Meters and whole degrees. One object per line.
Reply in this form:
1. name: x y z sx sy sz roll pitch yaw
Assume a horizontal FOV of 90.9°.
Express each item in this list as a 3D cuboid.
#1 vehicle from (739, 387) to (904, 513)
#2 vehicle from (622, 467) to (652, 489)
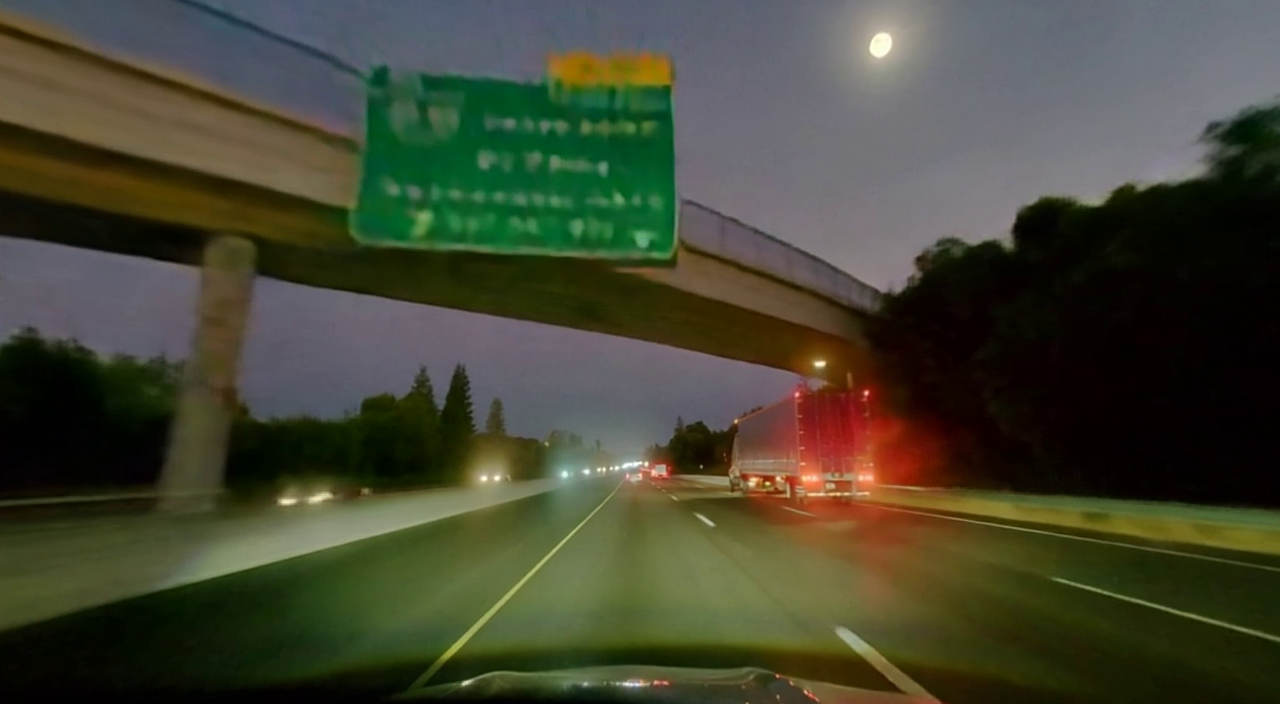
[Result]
1. vehicle: 7.006 4.459 27.526 2.926 4.073 13.836 1 -10 -1
2. vehicle: -0.216 9.024 45.332 2.029 1.459 3.684 1 -10 -1
